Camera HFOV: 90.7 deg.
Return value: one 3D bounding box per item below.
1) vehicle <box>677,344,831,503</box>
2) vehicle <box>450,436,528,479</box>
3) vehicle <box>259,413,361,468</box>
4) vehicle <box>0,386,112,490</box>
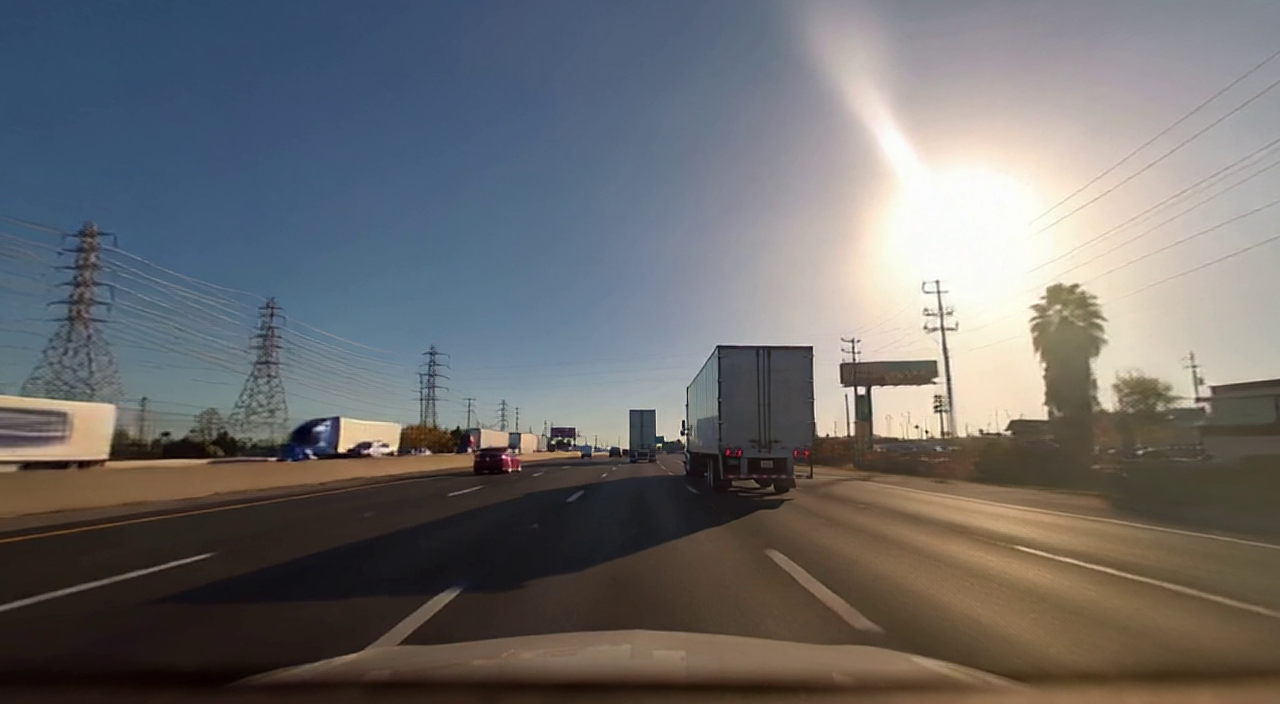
[{"bbox_3d":[3.451,3.080,24.828,2.892,4.152,16.575,0,-9,0],"label":"vehicle"},{"bbox_3d":[-7.406,5.255,31.803,2.425,1.917,5.647,0,-9,1],"label":"vehicle"},{"bbox_3d":[-24.486,6.717,47.662,2.894,3.754,8.528,0,-9,1],"label":"vehicle"},{"bbox_3d":[-28.608,3.137,23.357,2.823,4.374,17.794,0,-9,0],"label":"vehicle"}]
